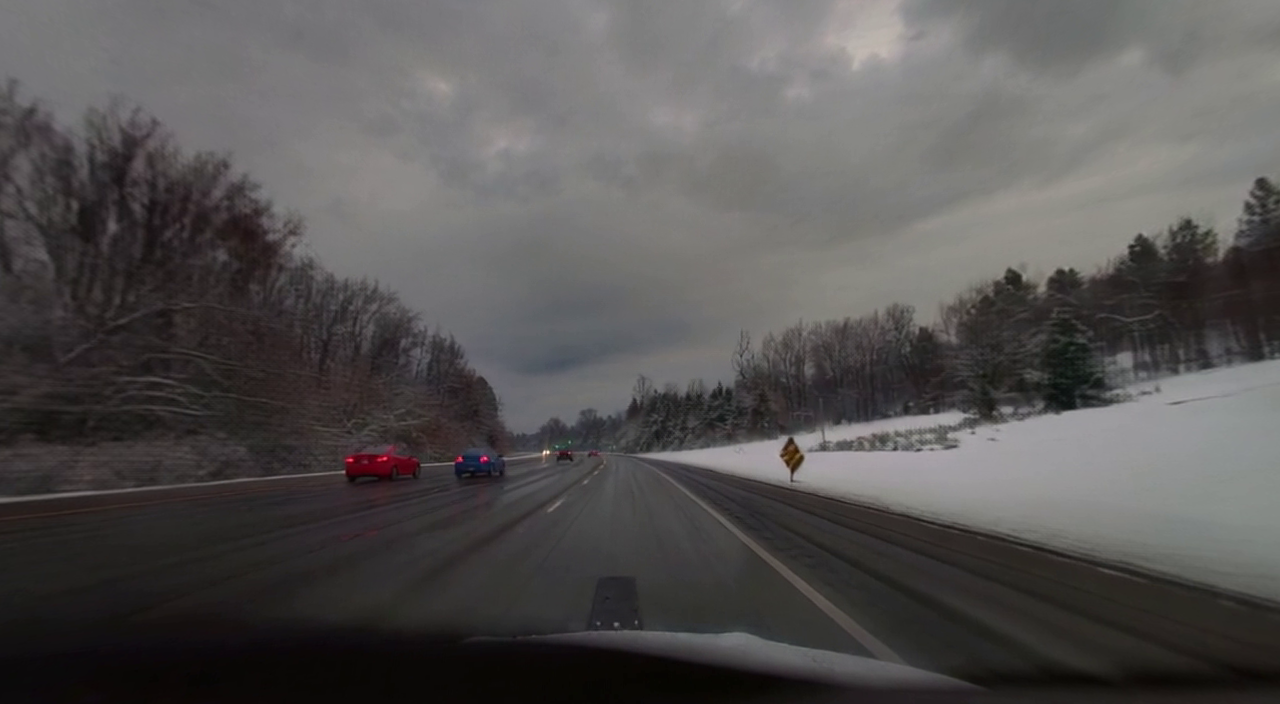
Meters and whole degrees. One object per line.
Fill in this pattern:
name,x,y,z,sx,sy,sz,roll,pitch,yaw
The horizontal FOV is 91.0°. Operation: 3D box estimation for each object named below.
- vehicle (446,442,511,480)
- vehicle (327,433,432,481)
vehicle,-7.648,5.201,30.257,2.060,1.680,4.255,0,-9,-1
vehicle,-11.623,4.755,28.667,2.425,1.926,5.584,0,-9,-1
